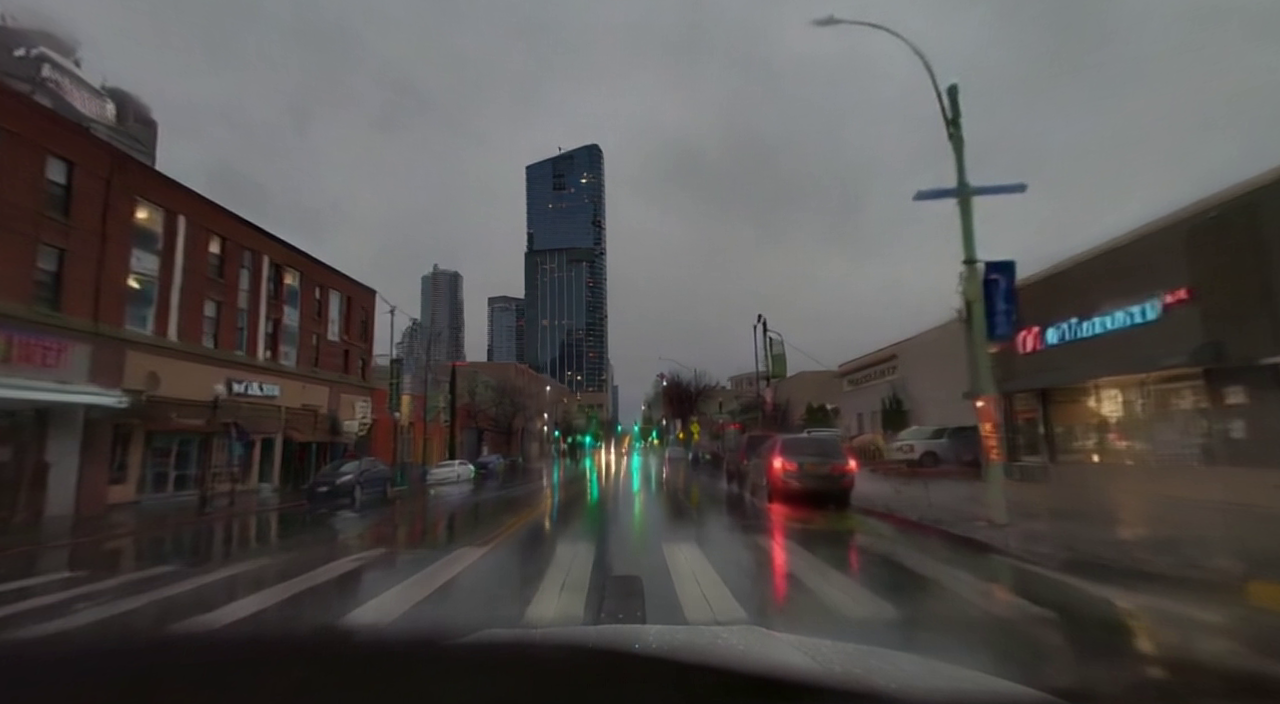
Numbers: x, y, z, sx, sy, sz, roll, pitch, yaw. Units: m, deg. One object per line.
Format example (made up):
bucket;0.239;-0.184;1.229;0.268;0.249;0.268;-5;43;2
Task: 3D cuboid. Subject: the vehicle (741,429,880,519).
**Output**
vehicle;3.848;2.837;15.352;2.118;1.779;5.121;-1;-8;2

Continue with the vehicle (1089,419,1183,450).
vehicle;27.048;4.473;34.489;3.666;1.448;1.639;-3;-5;1

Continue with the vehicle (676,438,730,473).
vehicle;3.624;6.097;37.541;2.492;1.909;5.830;0;-8;-1

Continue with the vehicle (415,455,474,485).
vehicle;-10.865;6.581;35.472;1.861;1.473;4.633;0;-8;-1

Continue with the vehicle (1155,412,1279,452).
vehicle;27.214;3.750;29.394;4.579;1.735;2.092;0;-9;0

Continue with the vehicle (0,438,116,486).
vehicle;-22.440;4.120;23.977;1.778;1.639;4.019;0;-8;-3

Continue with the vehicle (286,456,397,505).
vehicle;-10.918;4.695;23.536;2.018;1.553;4.407;0;-8;-1

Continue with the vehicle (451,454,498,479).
vehicle;-10.782;7.476;41.488;1.803;1.489;4.404;0;-8;1

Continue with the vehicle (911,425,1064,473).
vehicle;13.568;3.822;24.951;4.732;1.746;2.141;-1;-8;3
